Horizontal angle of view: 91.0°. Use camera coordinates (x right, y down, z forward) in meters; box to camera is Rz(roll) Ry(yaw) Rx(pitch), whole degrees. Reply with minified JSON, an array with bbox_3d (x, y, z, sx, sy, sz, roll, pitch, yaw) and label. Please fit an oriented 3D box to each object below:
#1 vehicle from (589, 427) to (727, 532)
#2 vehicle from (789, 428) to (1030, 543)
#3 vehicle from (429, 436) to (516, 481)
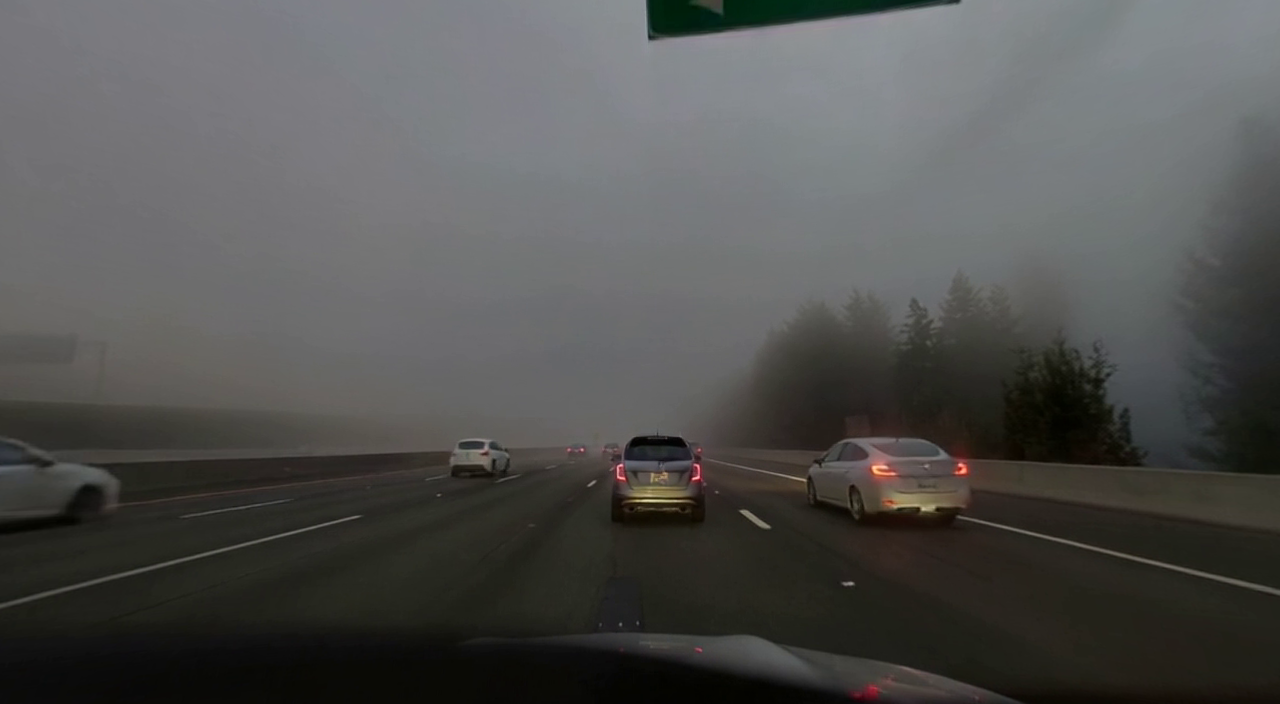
[{"bbox_3d":[0.275,2.193,11.354,2.044,1.554,3.824,0,-9,0],"label":"vehicle"},{"bbox_3d":[4.142,2.130,10.756,2.002,1.499,4.710,0,-9,0],"label":"vehicle"},{"bbox_3d":[-6.637,4.281,25.546,2.127,1.644,4.631,0,-9,1],"label":"vehicle"}]
